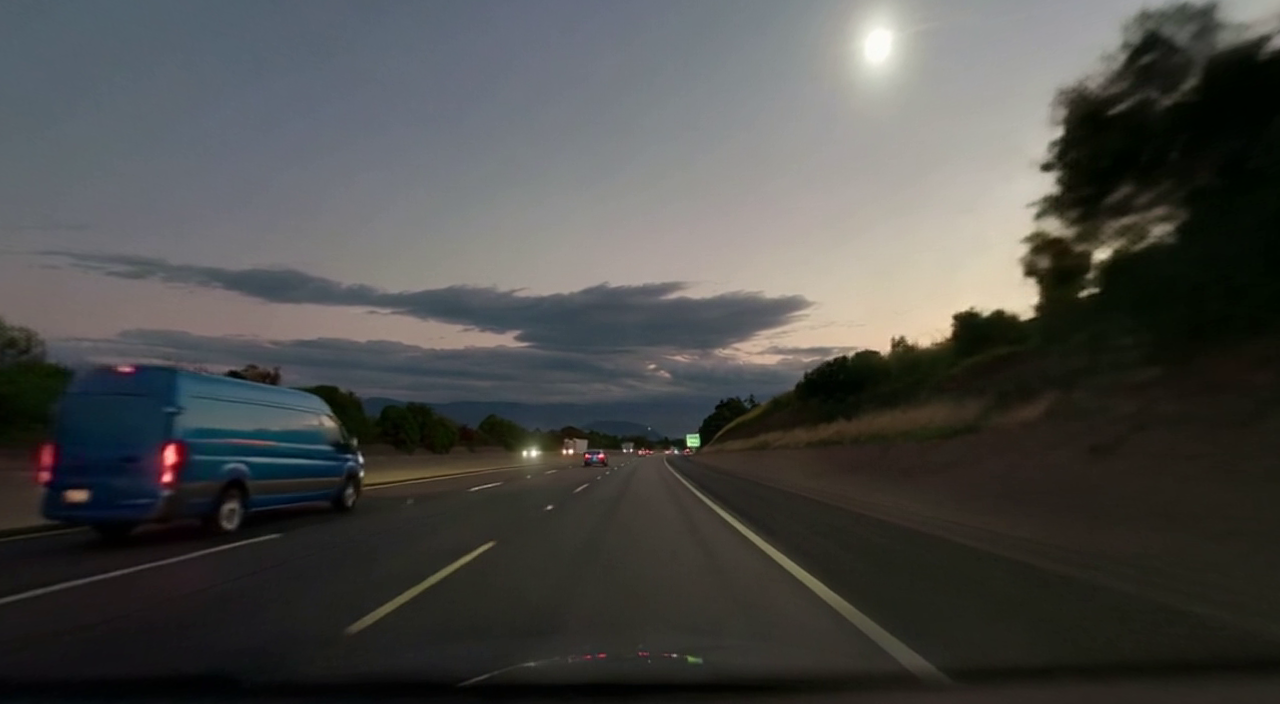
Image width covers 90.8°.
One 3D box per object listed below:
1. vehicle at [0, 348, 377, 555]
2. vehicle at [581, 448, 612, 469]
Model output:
[{"bbox_3d":[-7.029,1.648,10.639,2.449,2.471,6.130,0,-9,0],"label":"vehicle"},{"bbox_3d":[-3.012,7.545,44.860,1.858,1.459,4.091,0,-9,1],"label":"vehicle"}]
